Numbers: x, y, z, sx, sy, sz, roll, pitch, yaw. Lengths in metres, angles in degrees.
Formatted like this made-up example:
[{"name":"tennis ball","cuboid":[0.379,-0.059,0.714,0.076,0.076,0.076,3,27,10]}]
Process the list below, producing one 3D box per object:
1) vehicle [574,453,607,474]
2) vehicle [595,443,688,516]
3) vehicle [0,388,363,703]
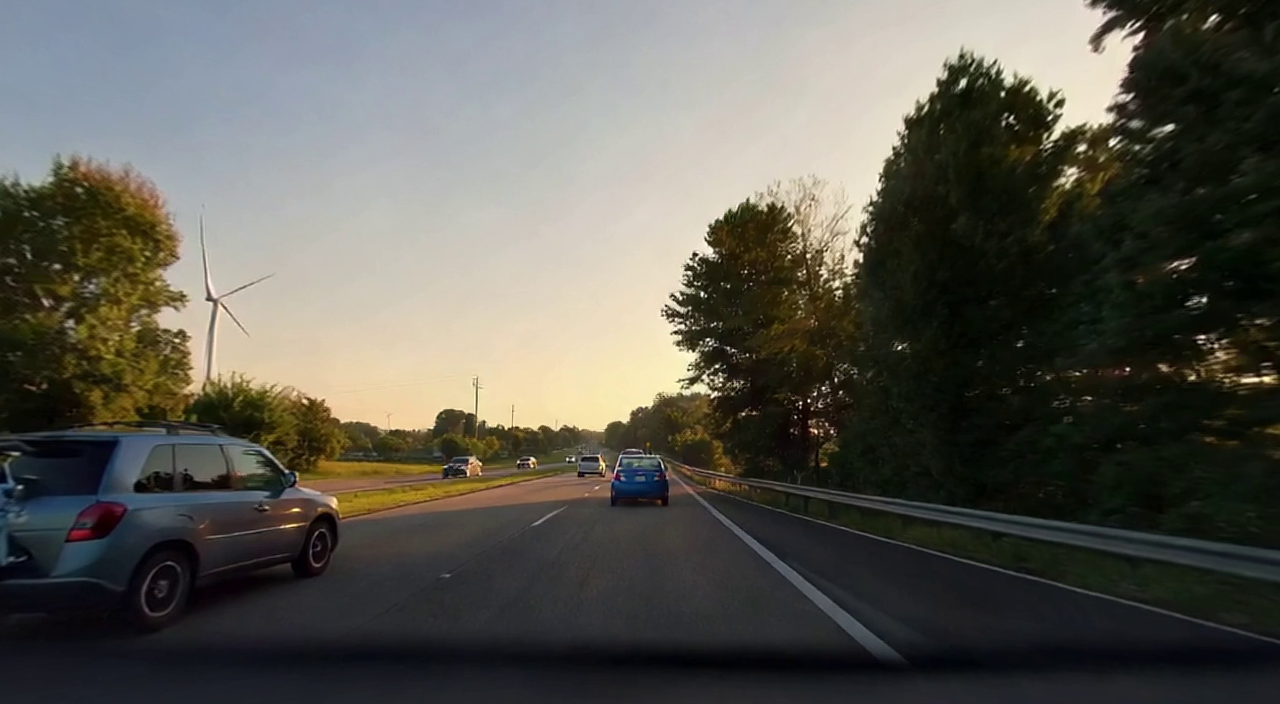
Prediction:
[{"name":"vehicle","cuboid":[-3.612,8.226,46.560,2.059,1.455,4.205,0,-9,0]},{"name":"vehicle","cuboid":[0.036,3.154,16.049,2.063,1.582,3.955,0,-9,0]},{"name":"vehicle","cuboid":[-4.163,1.337,5.118,1.962,1.681,4.033,0,-9,0]}]
